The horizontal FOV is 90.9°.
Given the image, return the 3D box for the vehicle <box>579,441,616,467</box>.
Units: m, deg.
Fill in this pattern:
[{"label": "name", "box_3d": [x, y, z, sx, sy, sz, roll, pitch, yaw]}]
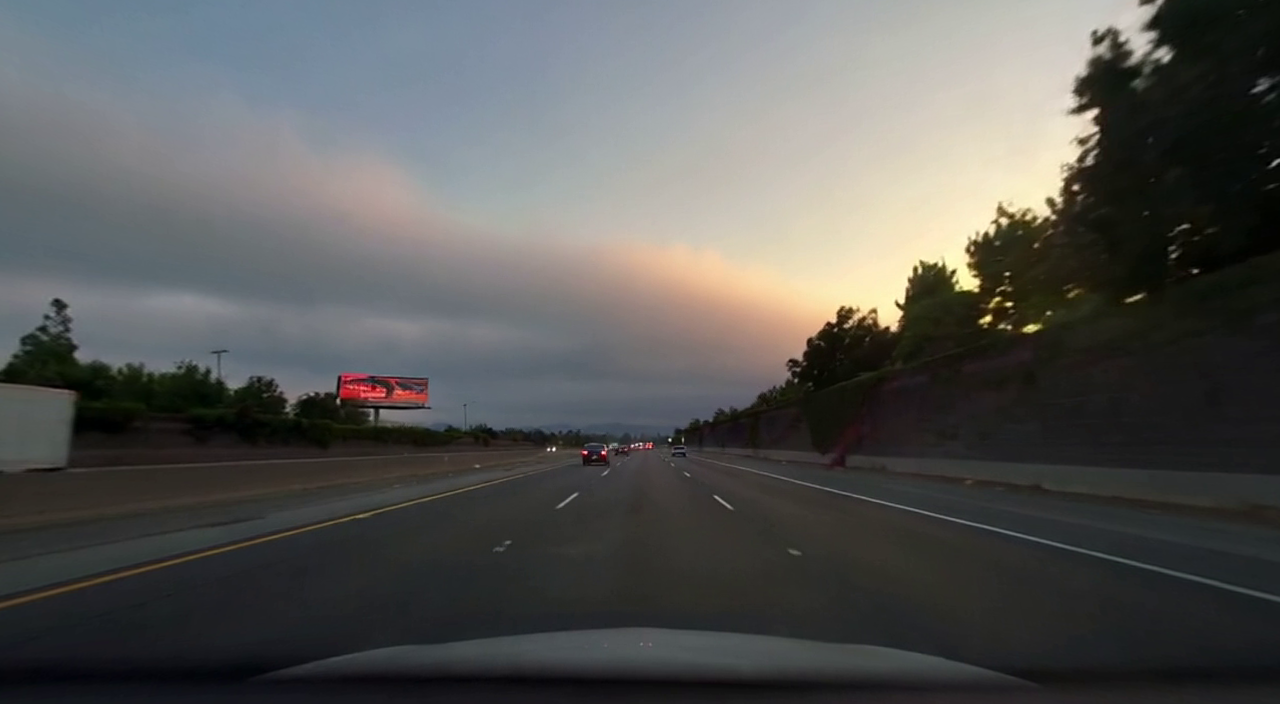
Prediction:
[{"label": "vehicle", "box_3d": [-2.969, 7.208, 44.714, 2.319, 1.738, 4.355, 0, -8, 0]}]
